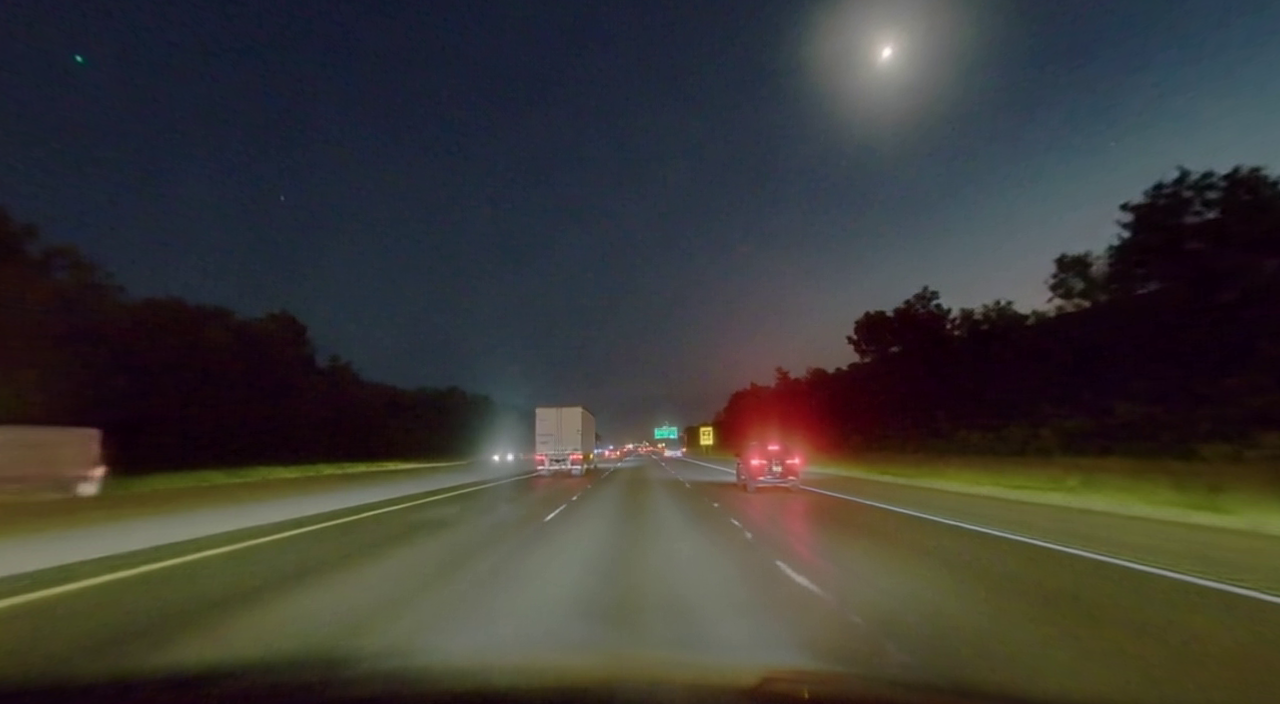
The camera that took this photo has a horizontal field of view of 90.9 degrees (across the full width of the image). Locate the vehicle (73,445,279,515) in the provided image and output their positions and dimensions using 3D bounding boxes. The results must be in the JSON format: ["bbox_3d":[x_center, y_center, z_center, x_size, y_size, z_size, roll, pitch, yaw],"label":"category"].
[{"bbox_3d":[-11.057,3.045,15.471,1.924,1.478,3.996,0,-9,1],"label":"vehicle"}]

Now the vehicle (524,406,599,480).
[{"bbox_3d":[-3.607,4.473,30.771,2.667,3.195,6.731,0,-9,1],"label":"vehicle"}]

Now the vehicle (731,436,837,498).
[{"bbox_3d":[3.928,3.219,17.917,1.983,1.545,4.038,0,-9,-1],"label":"vehicle"}]
